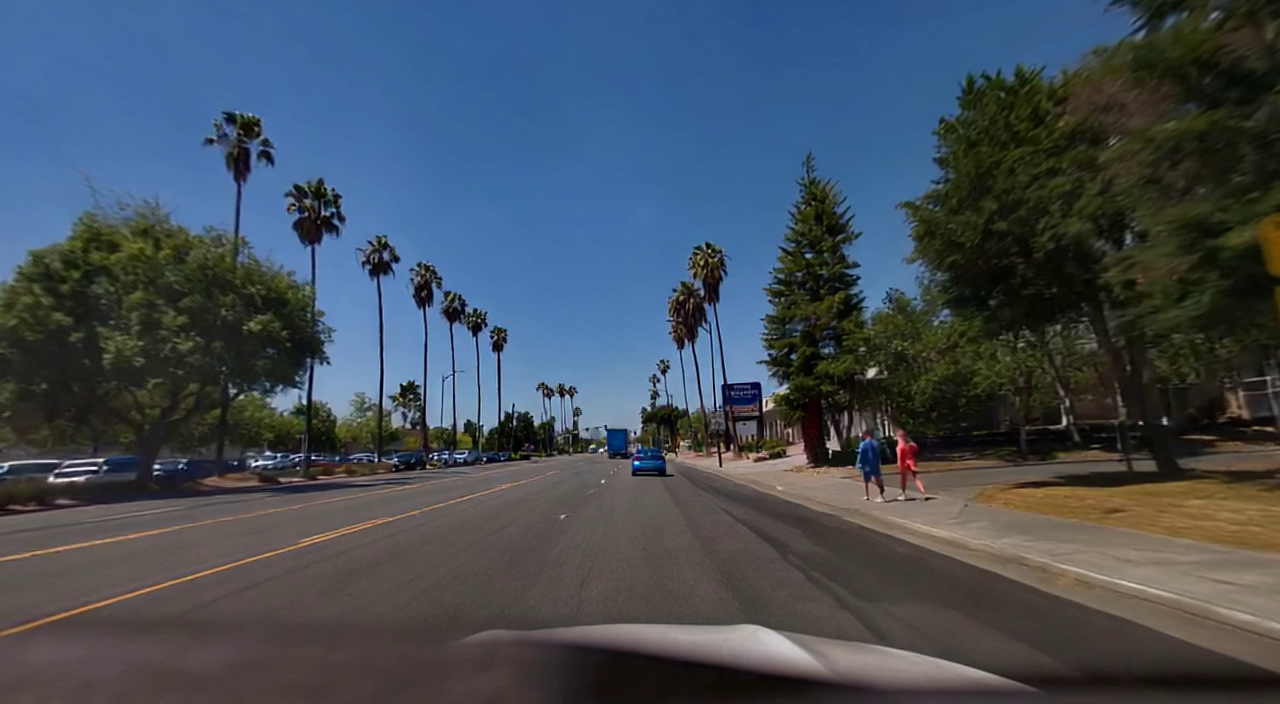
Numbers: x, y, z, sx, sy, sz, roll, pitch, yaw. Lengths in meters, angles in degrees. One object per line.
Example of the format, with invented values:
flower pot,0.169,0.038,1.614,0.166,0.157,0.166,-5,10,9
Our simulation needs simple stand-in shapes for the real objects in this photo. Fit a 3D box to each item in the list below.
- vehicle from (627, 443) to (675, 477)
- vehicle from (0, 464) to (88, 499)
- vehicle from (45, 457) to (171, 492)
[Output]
vehicle,0.472,5.176,30.354,2.144,1.514,4.063,0,-9,0
vehicle,-32.330,6.869,33.560,1.810,1.468,4.585,1,-8,-5
vehicle,-27.872,6.410,32.982,4.756,1.727,1.994,0,-9,1
